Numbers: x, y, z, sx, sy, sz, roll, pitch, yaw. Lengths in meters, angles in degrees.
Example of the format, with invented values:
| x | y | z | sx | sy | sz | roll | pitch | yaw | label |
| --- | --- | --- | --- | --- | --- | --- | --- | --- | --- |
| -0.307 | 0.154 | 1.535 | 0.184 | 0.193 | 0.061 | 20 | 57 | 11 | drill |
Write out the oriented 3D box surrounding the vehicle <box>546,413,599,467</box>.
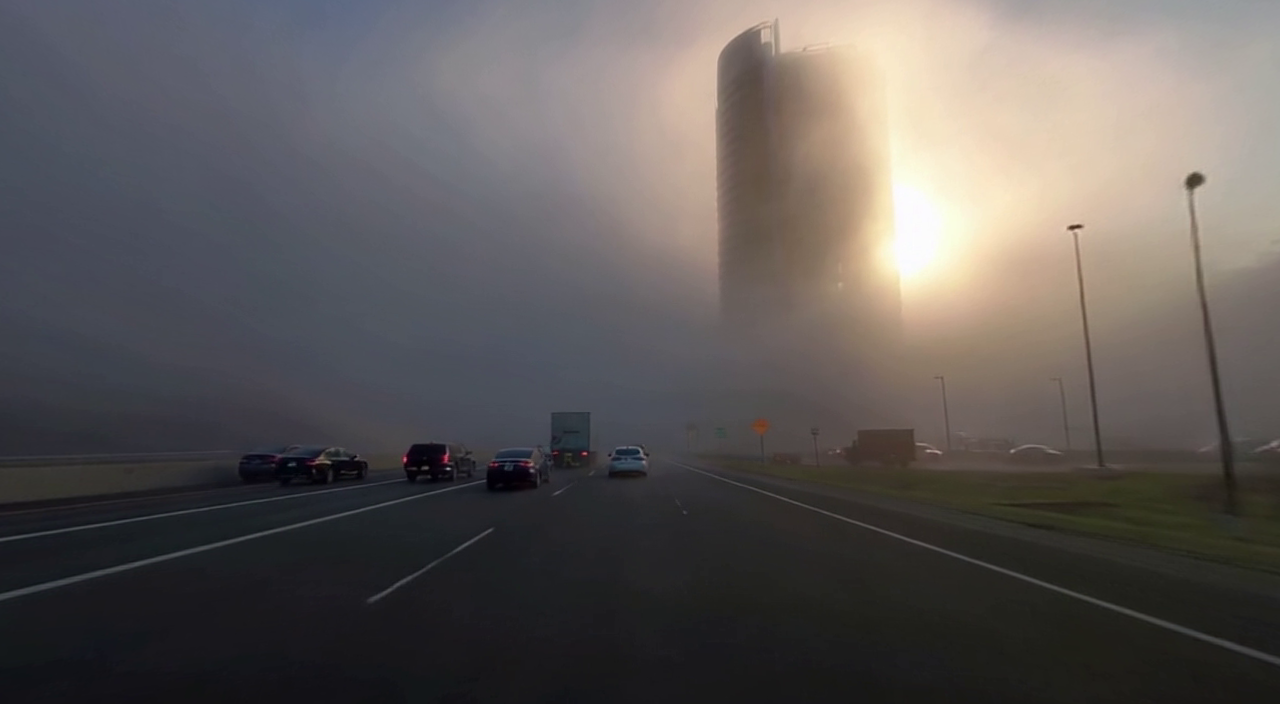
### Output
| x | y | z | sx | sy | sz | roll | pitch | yaw | label |
| --- | --- | --- | --- | --- | --- | --- | --- | --- | --- |
| -4.440 | 6.069 | 43.138 | 2.955 | 3.359 | 8.322 | 1 | -9 | -2 | vehicle |

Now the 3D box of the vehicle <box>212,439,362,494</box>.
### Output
| x | y | z | sx | sy | sz | roll | pitch | yaw | label |
| --- | --- | --- | --- | --- | --- | --- | --- | --- | --- |
| -10.913 | 3.564 | 19.970 | 1.987 | 1.495 | 4.710 | 0 | -9 | 1 | vehicle |

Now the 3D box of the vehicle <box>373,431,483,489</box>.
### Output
| x | y | z | sx | sy | sz | roll | pitch | yaw | label |
| --- | --- | --- | --- | --- | --- | --- | --- | --- | --- |
| -7.392 | 3.815 | 22.576 | 2.190 | 1.821 | 4.800 | 0 | -9 | 1 | vehicle |

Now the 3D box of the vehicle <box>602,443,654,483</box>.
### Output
| x | y | z | sx | sy | sz | roll | pitch | yaw | label |
| --- | --- | --- | --- | --- | --- | --- | --- | --- | --- |
| -0.464 | 4.520 | 25.939 | 1.991 | 1.488 | 3.922 | 0 | -9 | 0 | vehicle |

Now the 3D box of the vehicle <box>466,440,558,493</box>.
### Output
| x | y | z | sx | sy | sz | roll | pitch | yaw | label |
| --- | --- | --- | --- | --- | --- | --- | --- | --- | --- |
| -4.036 | 3.671 | 20.565 | 2.016 | 1.497 | 4.235 | 0 | -9 | 1 | vehicle |
